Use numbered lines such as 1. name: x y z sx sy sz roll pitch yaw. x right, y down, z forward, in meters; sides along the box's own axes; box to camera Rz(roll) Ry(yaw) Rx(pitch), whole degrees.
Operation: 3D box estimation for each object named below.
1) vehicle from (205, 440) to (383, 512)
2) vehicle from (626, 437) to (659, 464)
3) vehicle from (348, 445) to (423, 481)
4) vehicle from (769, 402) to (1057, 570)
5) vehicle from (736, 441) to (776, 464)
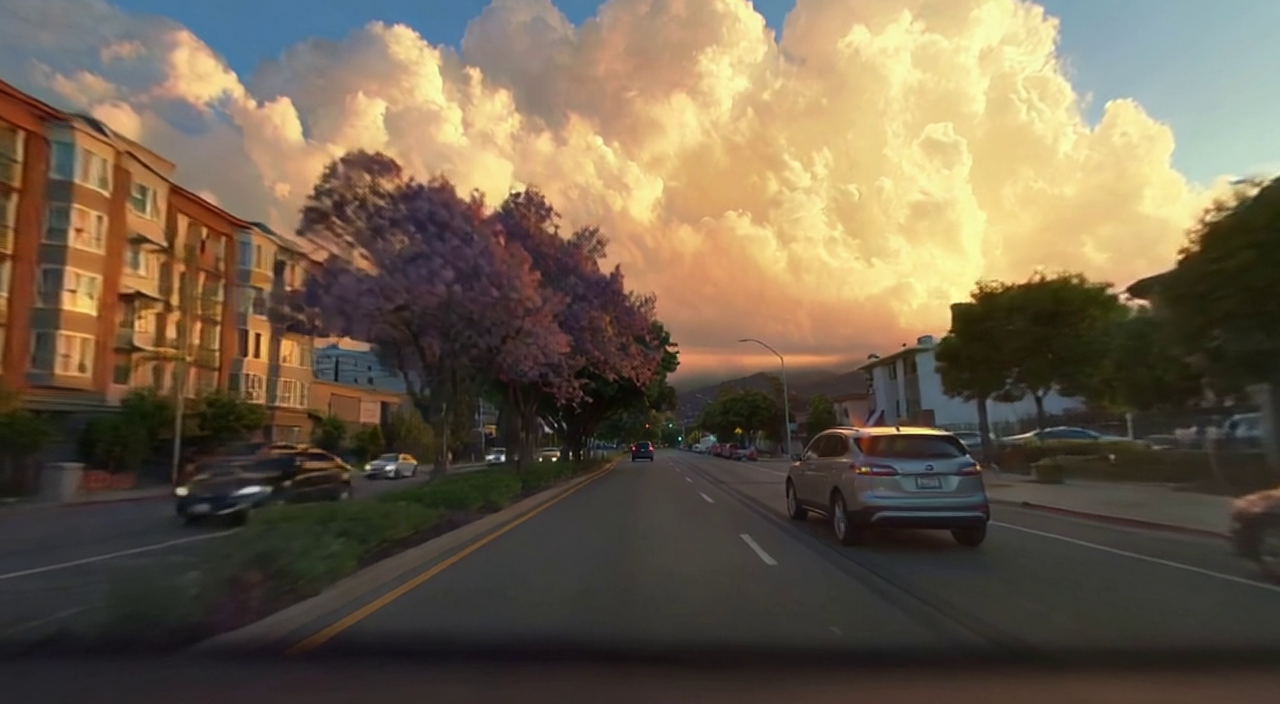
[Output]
1. vehicle: -8.140 2.919 15.345 1.931 1.491 4.026 -1 -8 2
2. vehicle: 0.227 7.068 45.367 2.244 1.813 4.129 0 -8 1
3. vehicle: -11.663 5.095 29.184 1.779 1.495 3.766 -1 -8 2
4. vehicle: 3.337 1.740 8.953 2.071 1.747 4.549 0 -8 1
5. vehicle: 8.371 7.269 45.864 1.919 1.586 4.692 0 -8 -1
